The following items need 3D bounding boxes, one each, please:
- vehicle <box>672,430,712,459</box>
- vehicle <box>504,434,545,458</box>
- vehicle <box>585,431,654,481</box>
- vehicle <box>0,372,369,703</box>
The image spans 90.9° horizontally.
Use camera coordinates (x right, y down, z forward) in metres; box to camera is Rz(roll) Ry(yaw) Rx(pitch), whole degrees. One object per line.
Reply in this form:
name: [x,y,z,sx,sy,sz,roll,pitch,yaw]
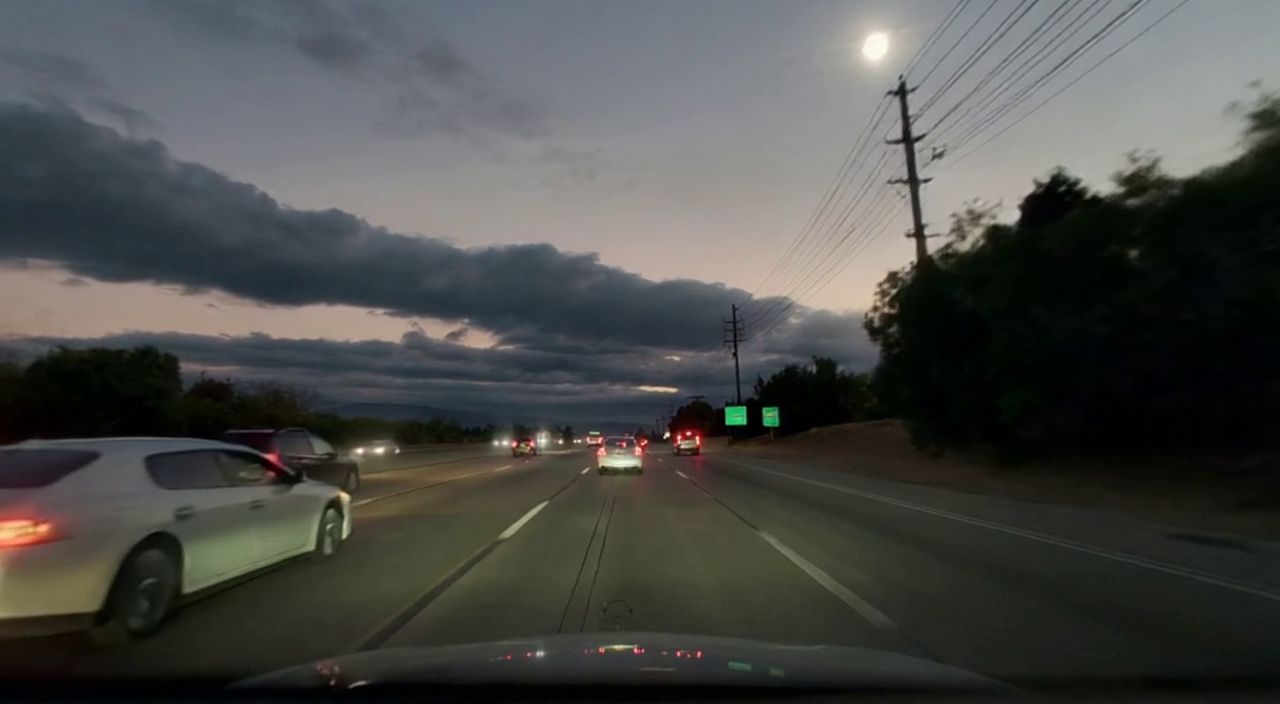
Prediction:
vehicle: [3.143,5.711,39.032,1.950,1.695,4.446,0,-8,-2]
vehicle: [-7.708,6.295,42.448,1.992,1.494,4.133,0,-8,0]
vehicle: [-0.639,3.351,20.676,2.086,1.488,3.440,0,-8,-1]
vehicle: [-3.893,1.113,4.499,1.901,1.601,4.610,0,-8,-1]
